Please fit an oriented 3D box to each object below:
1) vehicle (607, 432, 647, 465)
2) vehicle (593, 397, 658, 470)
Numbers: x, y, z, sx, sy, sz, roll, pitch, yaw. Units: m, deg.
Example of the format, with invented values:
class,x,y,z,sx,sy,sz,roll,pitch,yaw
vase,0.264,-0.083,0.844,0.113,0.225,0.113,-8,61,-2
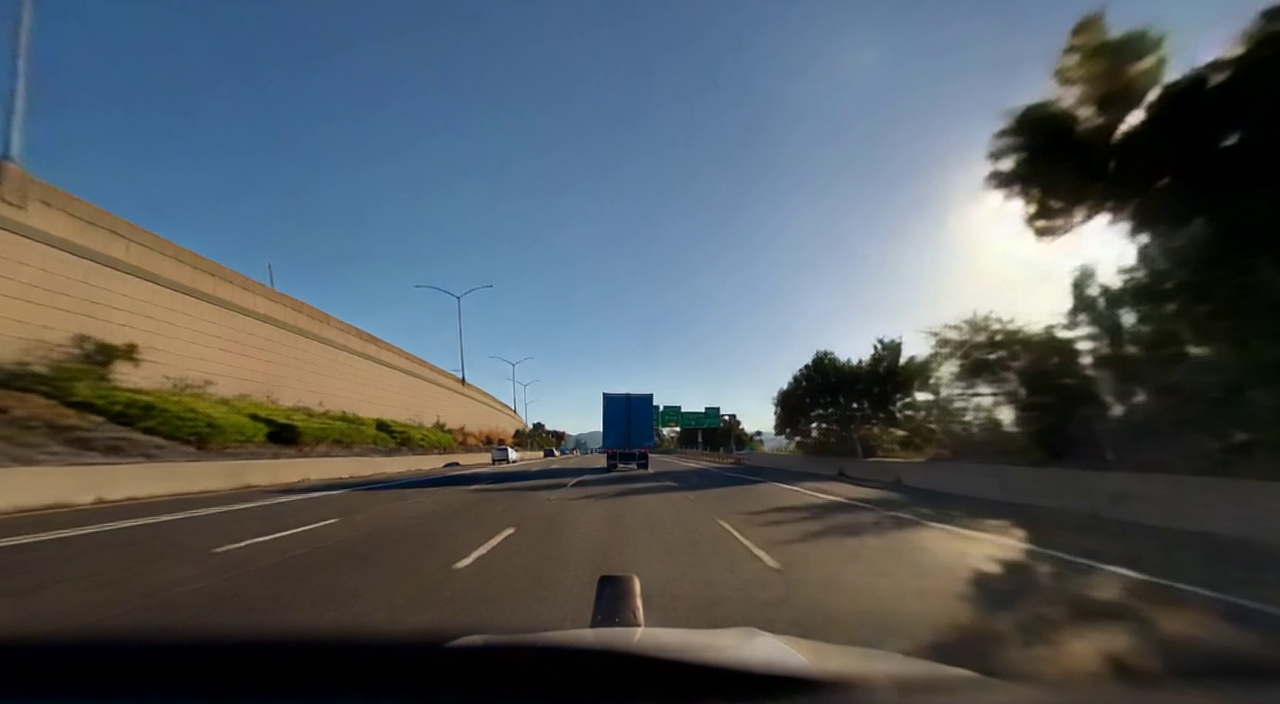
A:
class,x,y,z,sx,sy,sz,roll,pitch,yaw
vehicle,-0.731,5.343,35.007,2.052,1.666,4.358,1,-9,-2
vehicle,-0.843,5.037,37.850,3.233,3.678,11.032,1,-9,-1
